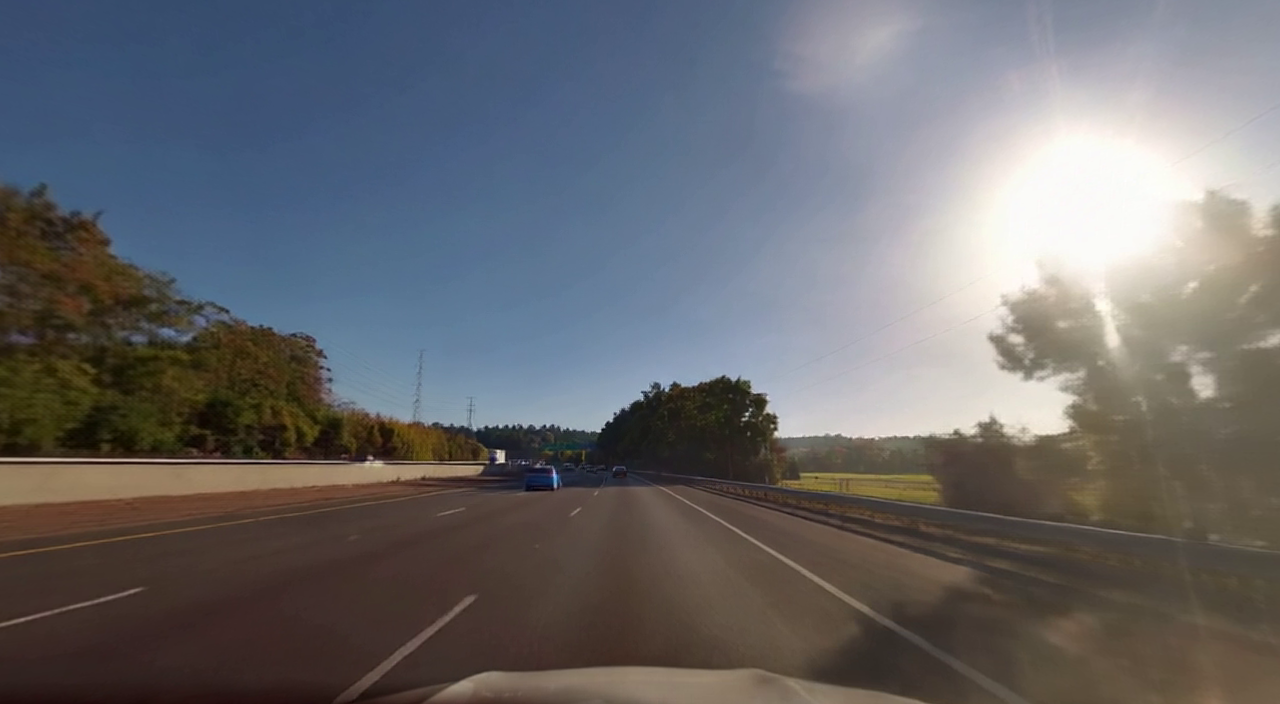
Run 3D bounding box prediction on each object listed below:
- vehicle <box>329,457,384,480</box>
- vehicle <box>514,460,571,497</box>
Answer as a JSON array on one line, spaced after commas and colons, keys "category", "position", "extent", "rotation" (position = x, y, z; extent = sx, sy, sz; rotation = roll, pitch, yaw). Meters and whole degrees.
[{"category": "vehicle", "position": [-20.551, 8.465, 45.880], "extent": [1.830, 1.506, 4.791], "rotation": [1, -10, -1]}, {"category": "vehicle", "position": [-4.940, 6.518, 32.625], "extent": [2.194, 1.704, 4.421], "rotation": [1, -10, 0]}]
